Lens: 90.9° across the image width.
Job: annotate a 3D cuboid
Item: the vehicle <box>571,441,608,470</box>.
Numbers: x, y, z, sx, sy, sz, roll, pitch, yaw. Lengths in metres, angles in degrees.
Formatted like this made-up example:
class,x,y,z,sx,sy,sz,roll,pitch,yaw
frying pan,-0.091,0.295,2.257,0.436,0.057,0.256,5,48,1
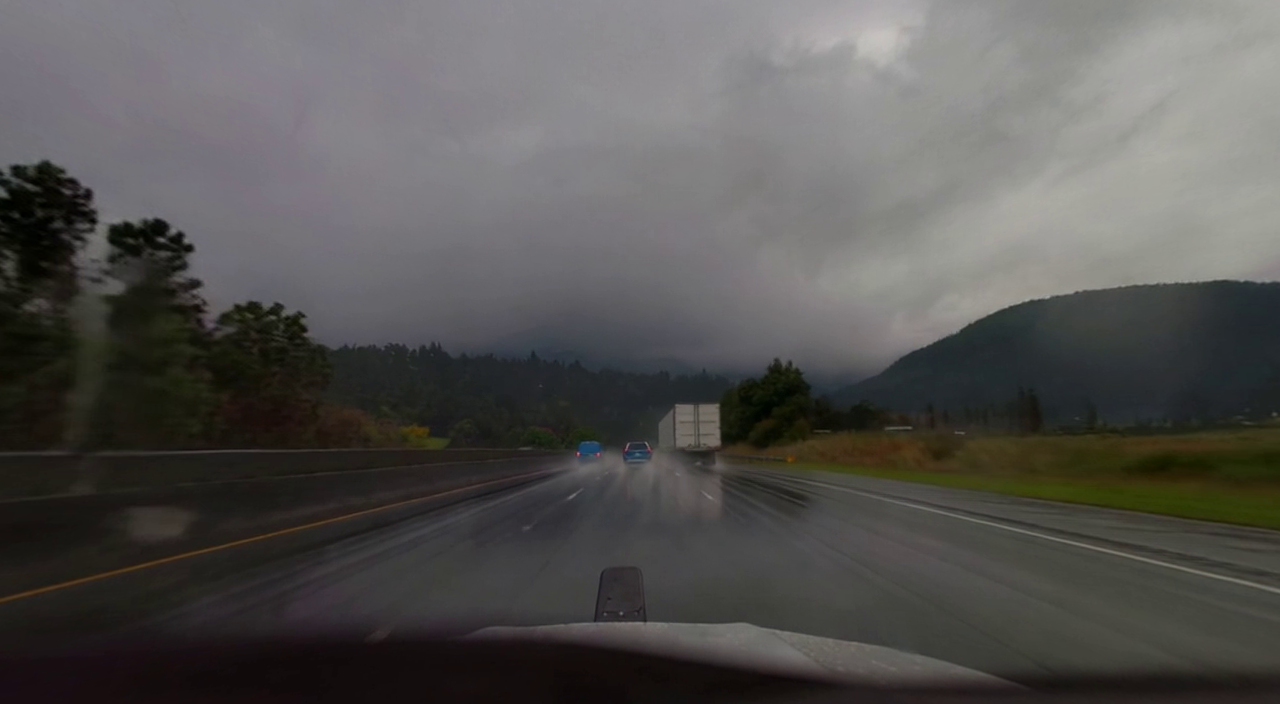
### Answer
class,x,y,z,sx,sy,sz,roll,pitch,yaw
vehicle,-3.544,7.428,45.391,2.167,1.991,5.062,-1,-9,1

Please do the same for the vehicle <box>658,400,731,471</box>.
class,x,y,z,sx,sy,sz,roll,pitch,yaw
vehicle,3.345,6.109,44.597,3.468,4.030,16.902,0,-9,-1

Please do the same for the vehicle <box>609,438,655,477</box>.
class,x,y,z,sx,sy,sz,roll,pitch,yaw
vehicle,-0.379,5.352,32.135,2.209,1.825,4.036,0,-9,0
